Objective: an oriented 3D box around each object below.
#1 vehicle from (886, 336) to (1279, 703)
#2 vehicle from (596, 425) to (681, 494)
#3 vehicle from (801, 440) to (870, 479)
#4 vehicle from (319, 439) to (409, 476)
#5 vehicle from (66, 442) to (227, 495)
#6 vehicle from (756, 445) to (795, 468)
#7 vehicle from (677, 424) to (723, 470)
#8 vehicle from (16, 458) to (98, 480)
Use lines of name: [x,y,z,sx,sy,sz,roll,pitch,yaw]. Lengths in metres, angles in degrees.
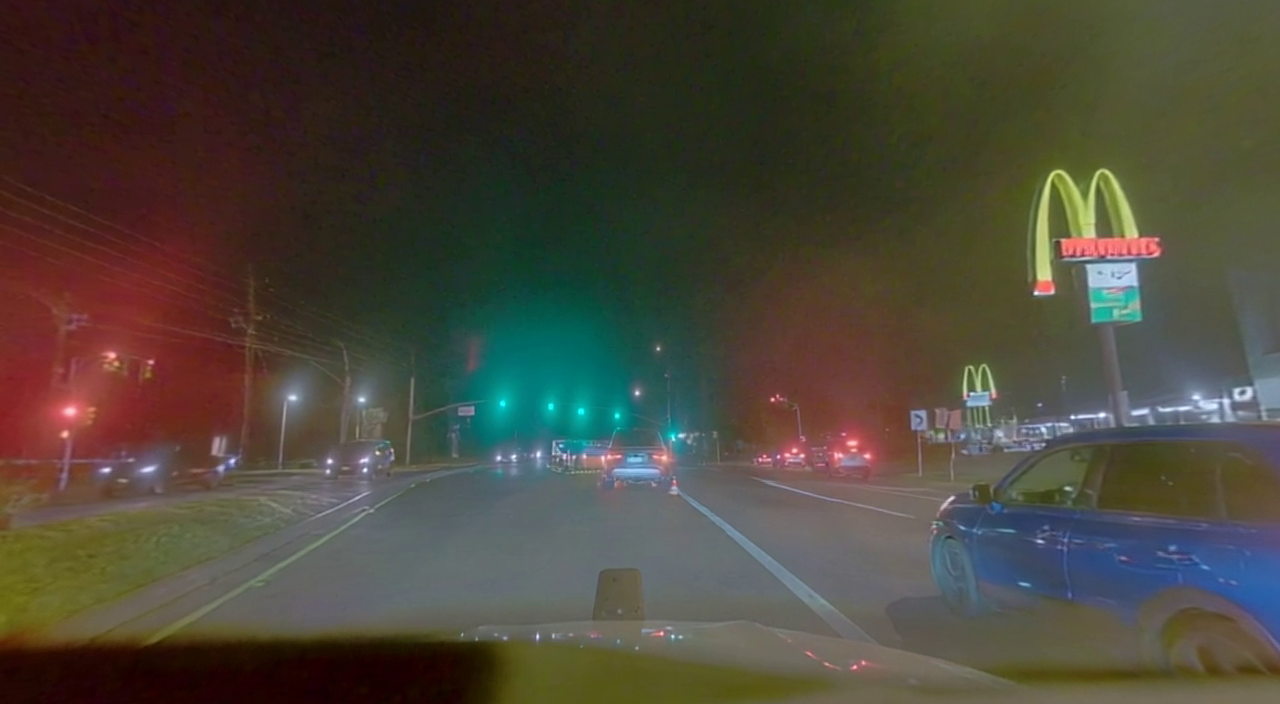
vehicle: [3.346,1.004,3.589,2.076,1.716,4.416,0,-9,0]
vehicle: [-0.086,3.382,20.260,2.402,1.938,4.535,0,-9,-1]
vehicle: [9.544,5.264,31.244,1.977,1.786,4.344,0,-9,0]
vehicle: [-14.787,5.683,34.216,2.311,1.849,4.889,-1,-9,6]
vehicle: [-18.928,4.455,24.631,2.050,1.797,4.945,-1,-9,3]
vehicle: [9.775,7.565,45.901,1.879,1.517,4.006,0,-9,0]
vehicle: [3.581,5.730,38.284,2.239,2.586,4.586,1,-8,-1]
vehicle: [-45.591,9.170,49.462,4.675,1.644,1.785,0,-9,2]
